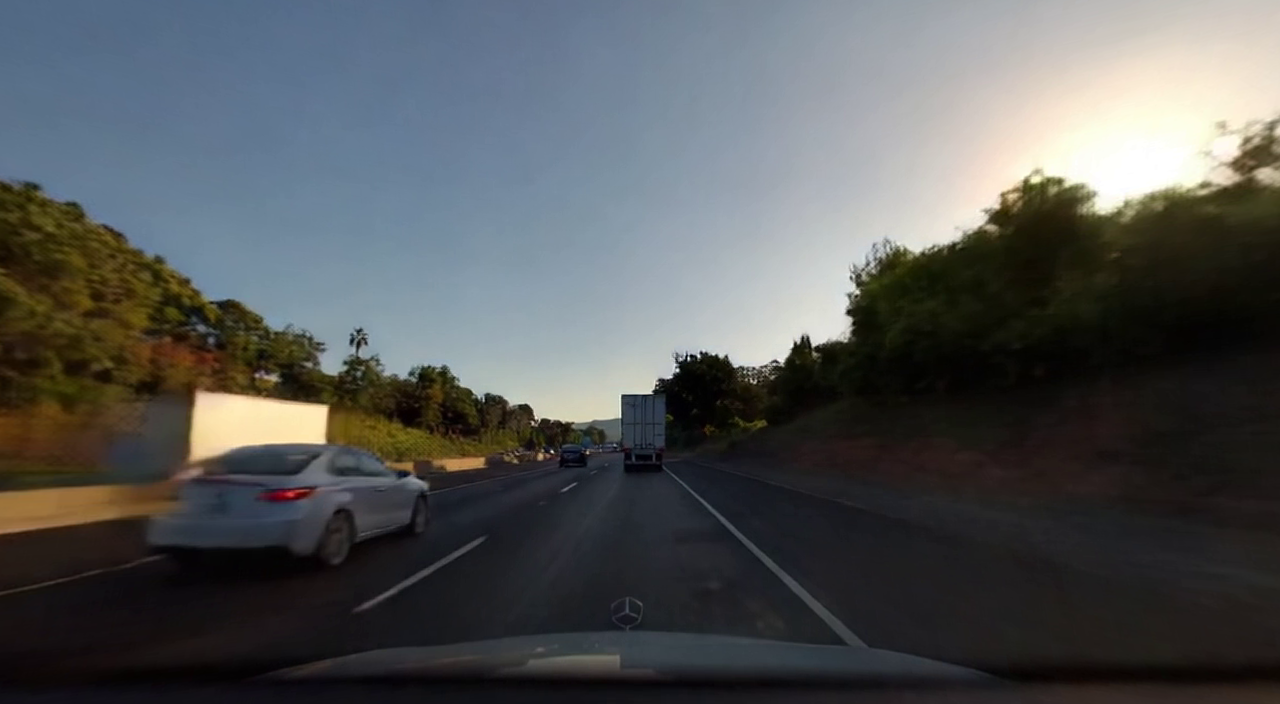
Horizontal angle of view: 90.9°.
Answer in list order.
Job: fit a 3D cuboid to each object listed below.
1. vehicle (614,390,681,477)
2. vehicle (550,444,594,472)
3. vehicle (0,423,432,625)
[{"bbox_3d":[0.252,4.396,33.010,2.959,3.828,9.617,0,-9,-1],"label":"vehicle"},{"bbox_3d":[-4.063,6.415,38.294,2.074,1.546,4.946,0,-9,0],"label":"vehicle"},{"bbox_3d":[-4.316,1.666,7.145,2.206,1.478,4.824,0,-9,1],"label":"vehicle"}]
